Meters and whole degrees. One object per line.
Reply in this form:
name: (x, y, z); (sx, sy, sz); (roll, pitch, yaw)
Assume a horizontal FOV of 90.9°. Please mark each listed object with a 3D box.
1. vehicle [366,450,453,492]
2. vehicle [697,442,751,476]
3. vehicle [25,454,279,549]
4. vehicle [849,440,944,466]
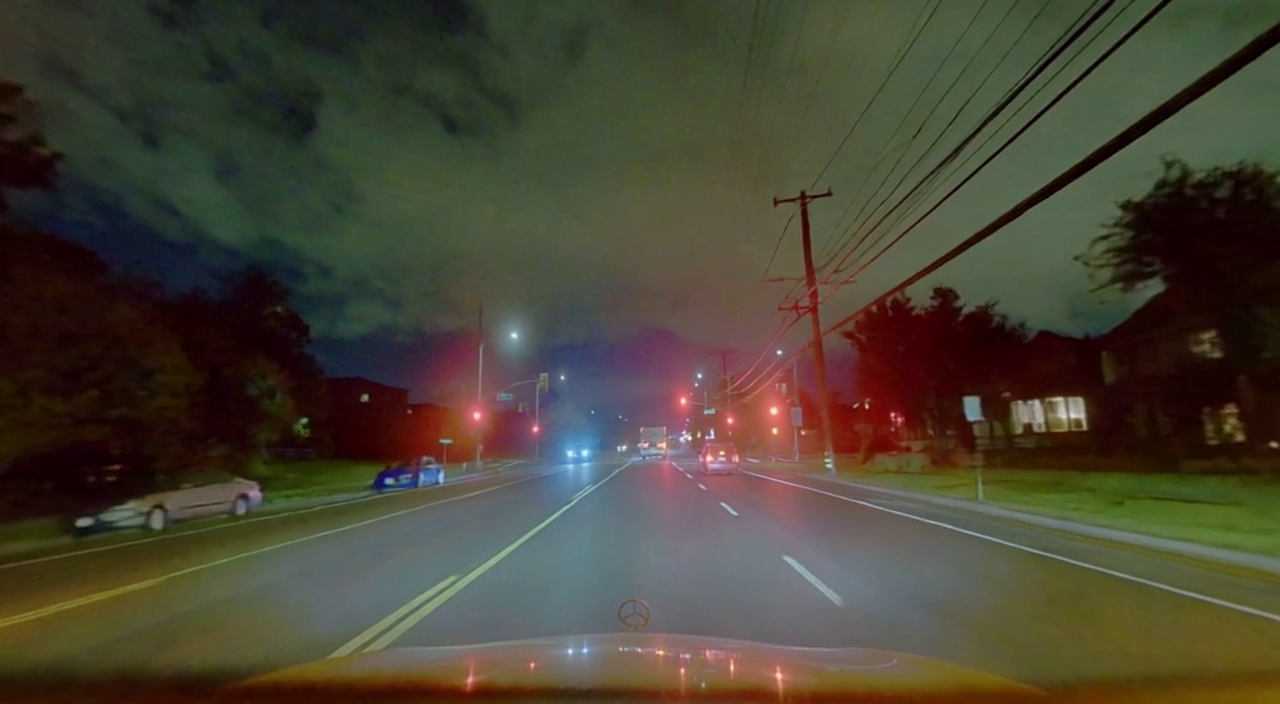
vehicle: (-9.877, 5.112, 27.445); (2.032, 1.452, 4.656); (-2, -7, 0)
vehicle: (3.932, 5.078, 30.160); (1.951, 1.479, 4.487); (0, -8, 0)
vehicle: (-10.343, 3.135, 13.984); (1.927, 1.485, 4.702); (-2, -7, 0)
vehicle: (15.239, 6.002, 37.577); (4.838, 1.474, 1.873); (1, -8, -6)
